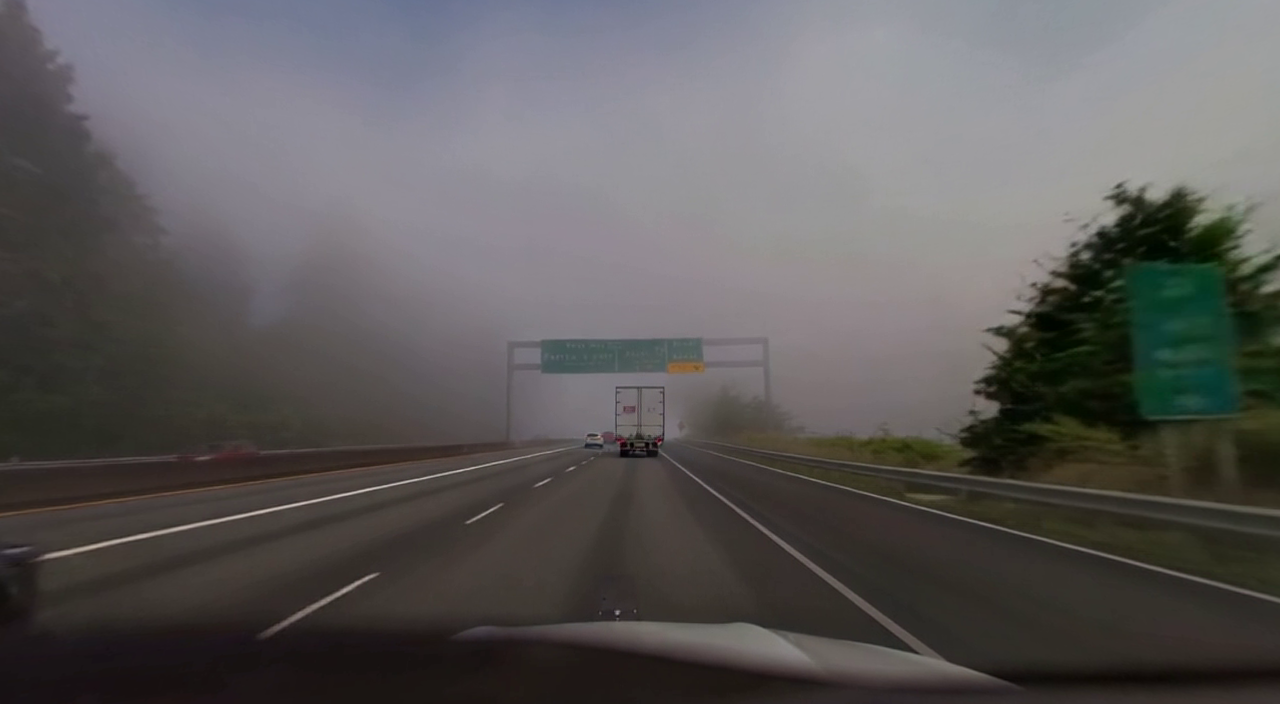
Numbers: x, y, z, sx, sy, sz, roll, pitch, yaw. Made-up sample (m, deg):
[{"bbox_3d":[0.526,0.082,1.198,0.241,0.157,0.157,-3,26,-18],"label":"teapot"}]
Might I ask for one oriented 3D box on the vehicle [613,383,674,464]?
[{"bbox_3d":[0.072,3.923,33.809,2.855,3.741,8.587,0,-8,-1],"label":"vehicle"}]
